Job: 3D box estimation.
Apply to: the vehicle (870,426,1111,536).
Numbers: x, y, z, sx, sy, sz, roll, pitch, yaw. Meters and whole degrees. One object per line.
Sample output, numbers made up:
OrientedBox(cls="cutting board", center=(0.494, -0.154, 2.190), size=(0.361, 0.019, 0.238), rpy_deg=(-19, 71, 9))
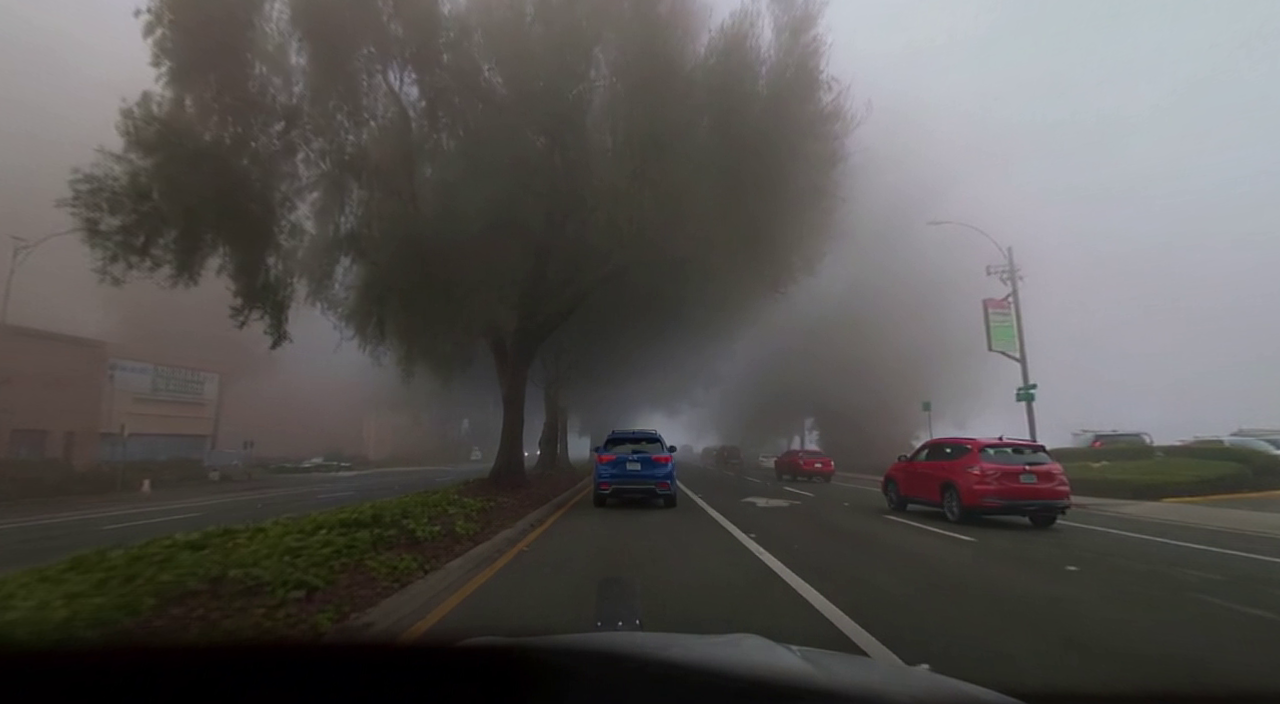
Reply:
OrientedBox(cls="vehicle", center=(6.337, 2.362, 12.206), size=(2.056, 1.703, 4.428), rpy_deg=(0, -9, 0))

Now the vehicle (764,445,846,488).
OrientedBox(cls="vehicle", center=(6.493, 4.533, 25.460), size=(2.035, 1.553, 4.465), rpy_deg=(0, -9, -1))

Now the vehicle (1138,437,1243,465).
OrientedBox(cls="vehicle", center=(33.252, 5.996, 38.373), size=(1.959, 1.580, 4.873), rpy_deg=(0, -9, 0))

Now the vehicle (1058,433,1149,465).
OrientedBox(cls="vehicle", center=(27.826, 5.858, 38.130), size=(1.967, 1.803, 4.305), rpy_deg=(0, -9, -3))

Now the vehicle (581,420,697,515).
OrientedBox(cls="vehicle", center=(-0.022, 2.636, 14.820), size=(2.320, 1.880, 4.192), rpy_deg=(0, -9, 0))

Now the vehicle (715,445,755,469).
OrientedBox(cls="vehicle", center=(6.516, 7.262, 43.883), size=(1.914, 1.523, 4.287), rpy_deg=(0, -9, -2))
